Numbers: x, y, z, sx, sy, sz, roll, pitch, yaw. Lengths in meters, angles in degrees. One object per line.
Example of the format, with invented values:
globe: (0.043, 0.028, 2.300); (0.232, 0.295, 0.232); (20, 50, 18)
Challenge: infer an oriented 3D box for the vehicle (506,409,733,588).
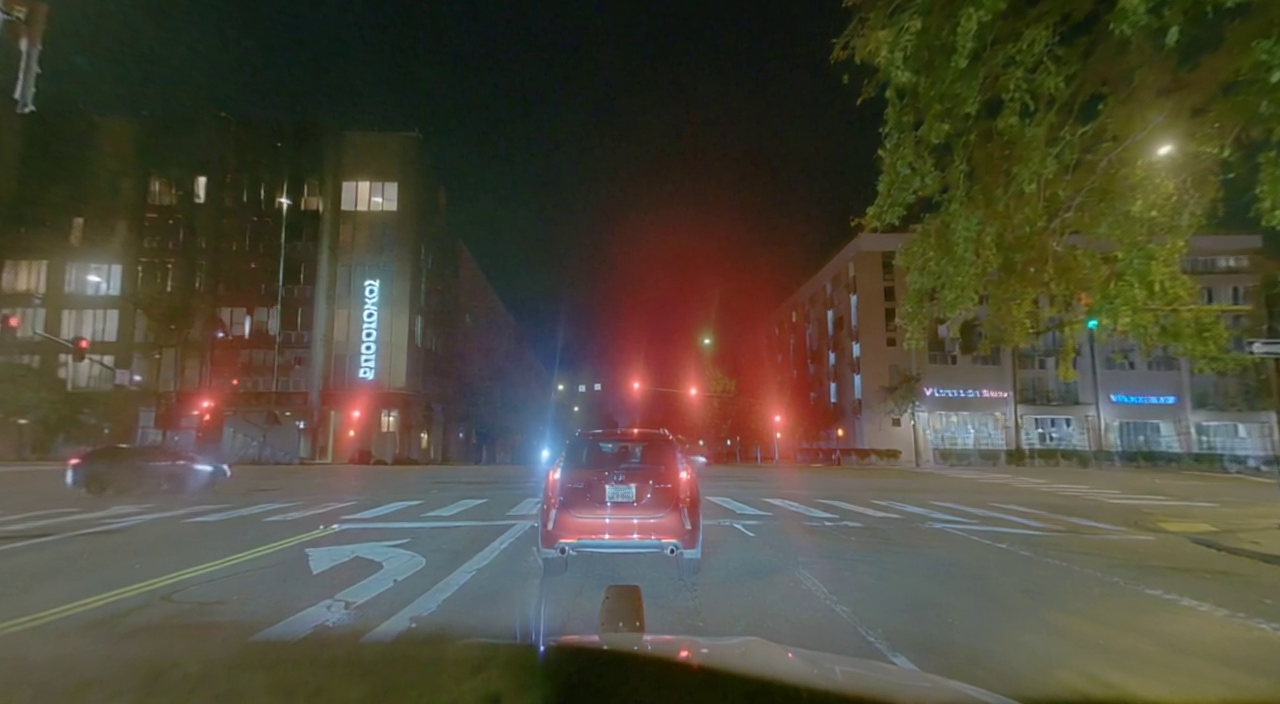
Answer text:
vehicle: (-0.220, 1.628, 7.797); (2.066, 1.618, 3.922); (0, -8, -1)

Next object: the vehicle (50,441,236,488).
vehicle: (-17.673, 4.008, 22.686); (4.891, 1.591, 2.067); (0, -8, 0)
